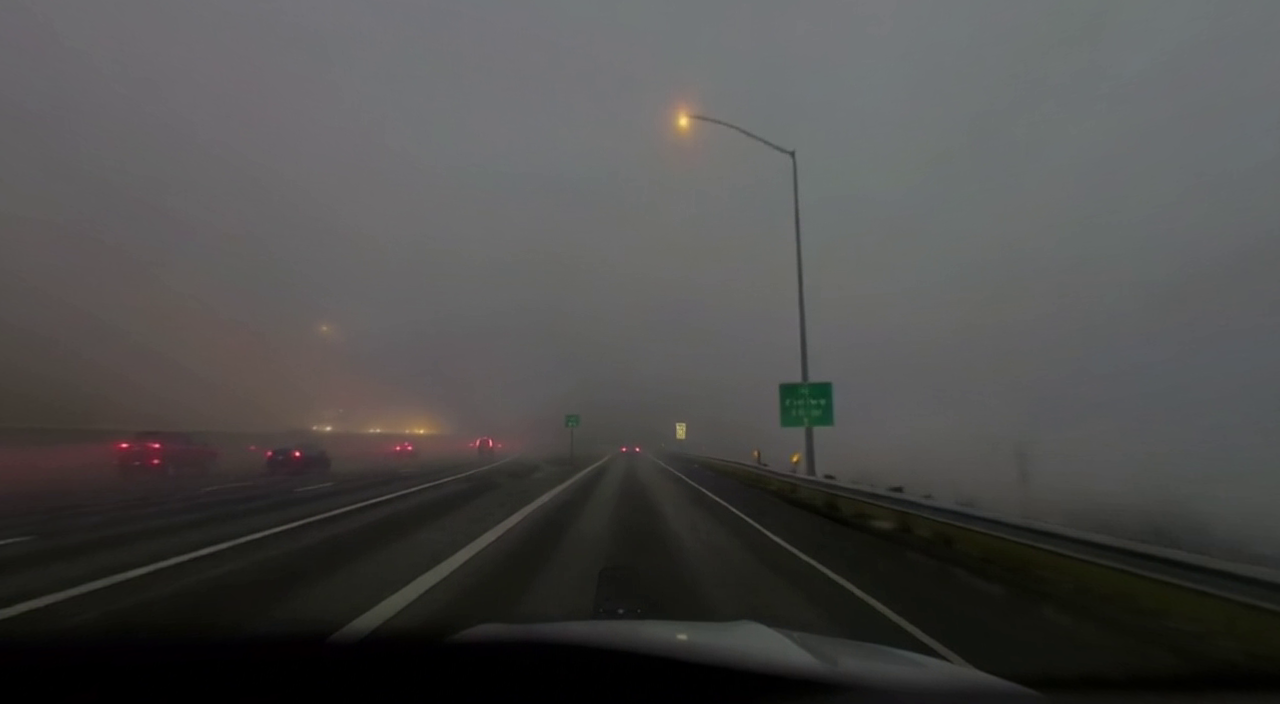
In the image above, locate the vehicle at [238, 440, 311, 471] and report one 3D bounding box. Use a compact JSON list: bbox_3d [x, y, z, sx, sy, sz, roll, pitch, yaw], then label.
[{"bbox_3d":[-21.532,6.122,37.321,2.093,1.735,4.285,1,-9,-6],"label":"vehicle"}]
